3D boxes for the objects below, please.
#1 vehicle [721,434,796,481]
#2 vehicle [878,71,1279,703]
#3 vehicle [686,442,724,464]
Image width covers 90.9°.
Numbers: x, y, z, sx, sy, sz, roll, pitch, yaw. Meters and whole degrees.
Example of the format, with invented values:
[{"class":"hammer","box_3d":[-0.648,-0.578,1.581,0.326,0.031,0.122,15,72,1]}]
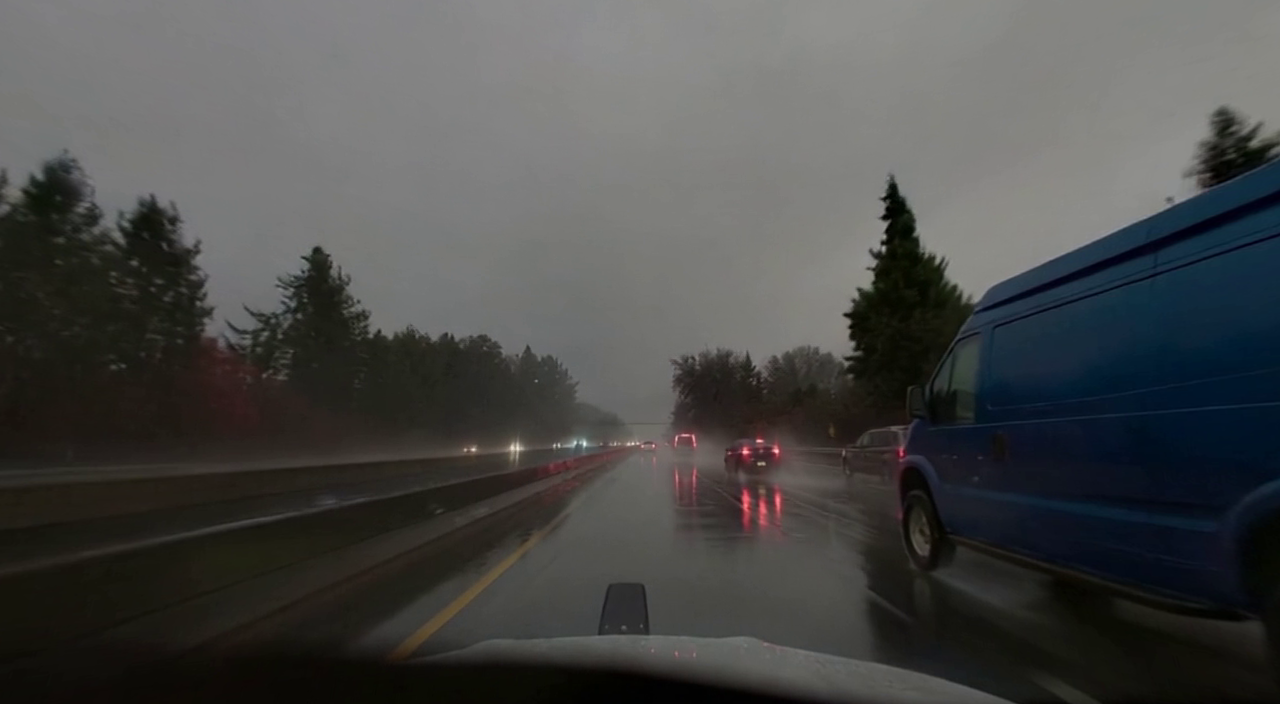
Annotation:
[{"class":"vehicle","box_3d":[4.499,4.051,24.597,2.034,1.651,4.342,0,-8,0]},{"class":"vehicle","box_3d":[3.631,0.436,3.552,2.302,2.670,5.912,0,-8,1]},{"class":"vehicle","box_3d":[4.389,6.880,43.216,2.050,1.448,4.123,0,-8,-1]}]
